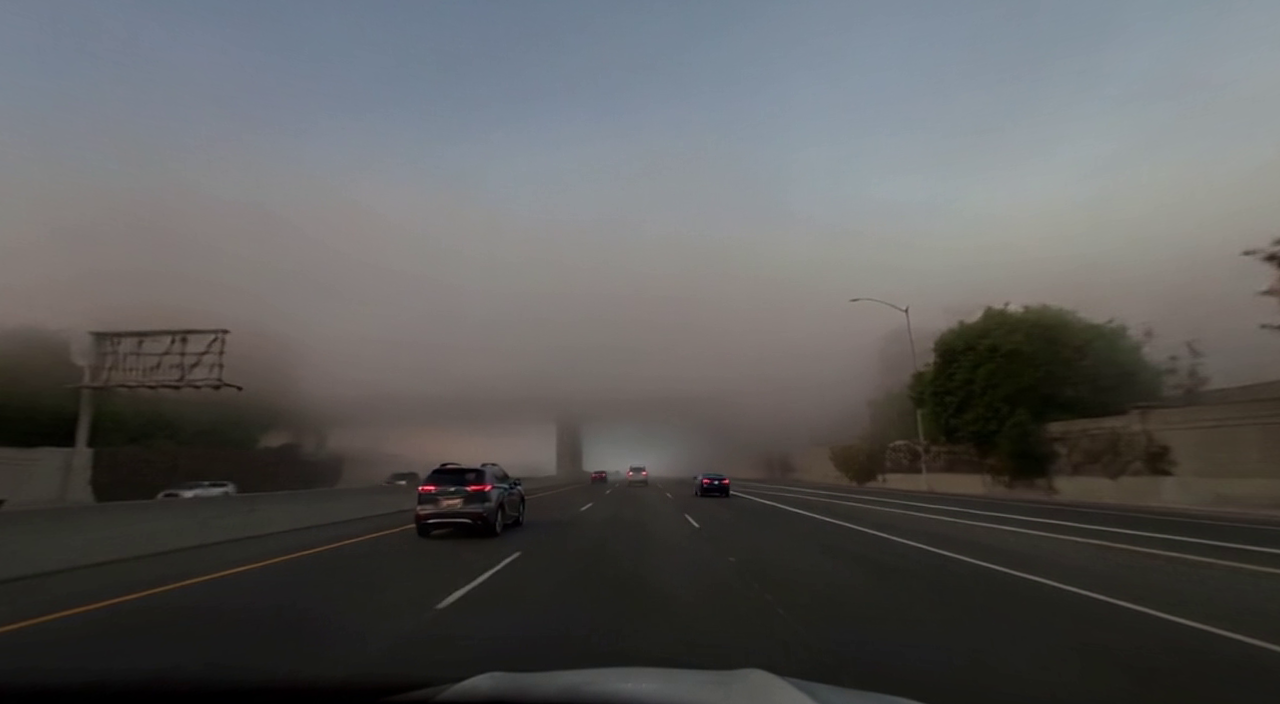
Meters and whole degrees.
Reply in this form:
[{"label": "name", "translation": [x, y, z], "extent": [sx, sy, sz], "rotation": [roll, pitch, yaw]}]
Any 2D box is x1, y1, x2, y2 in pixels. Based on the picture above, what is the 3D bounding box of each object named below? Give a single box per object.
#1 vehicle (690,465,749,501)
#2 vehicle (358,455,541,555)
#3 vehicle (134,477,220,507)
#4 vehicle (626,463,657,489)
[{"label": "vehicle", "translation": [3.615, 6.055, 29.291], "extent": [2.092, 1.518, 4.348], "rotation": [1, -10, -1]}, {"label": "vehicle", "translation": [-3.331, 2.801, 12.054], "extent": [2.099, 1.516, 4.308], "rotation": [1, -10, 1]}, {"label": "vehicle", "translation": [-25.755, 7.784, 35.105], "extent": [1.784, 1.459, 3.728], "rotation": [0, -10, 2]}, {"label": "vehicle", "translation": [0.122, 8.925, 45.338], "extent": [2.181, 1.698, 4.056], "rotation": [1, -10, 0]}]
